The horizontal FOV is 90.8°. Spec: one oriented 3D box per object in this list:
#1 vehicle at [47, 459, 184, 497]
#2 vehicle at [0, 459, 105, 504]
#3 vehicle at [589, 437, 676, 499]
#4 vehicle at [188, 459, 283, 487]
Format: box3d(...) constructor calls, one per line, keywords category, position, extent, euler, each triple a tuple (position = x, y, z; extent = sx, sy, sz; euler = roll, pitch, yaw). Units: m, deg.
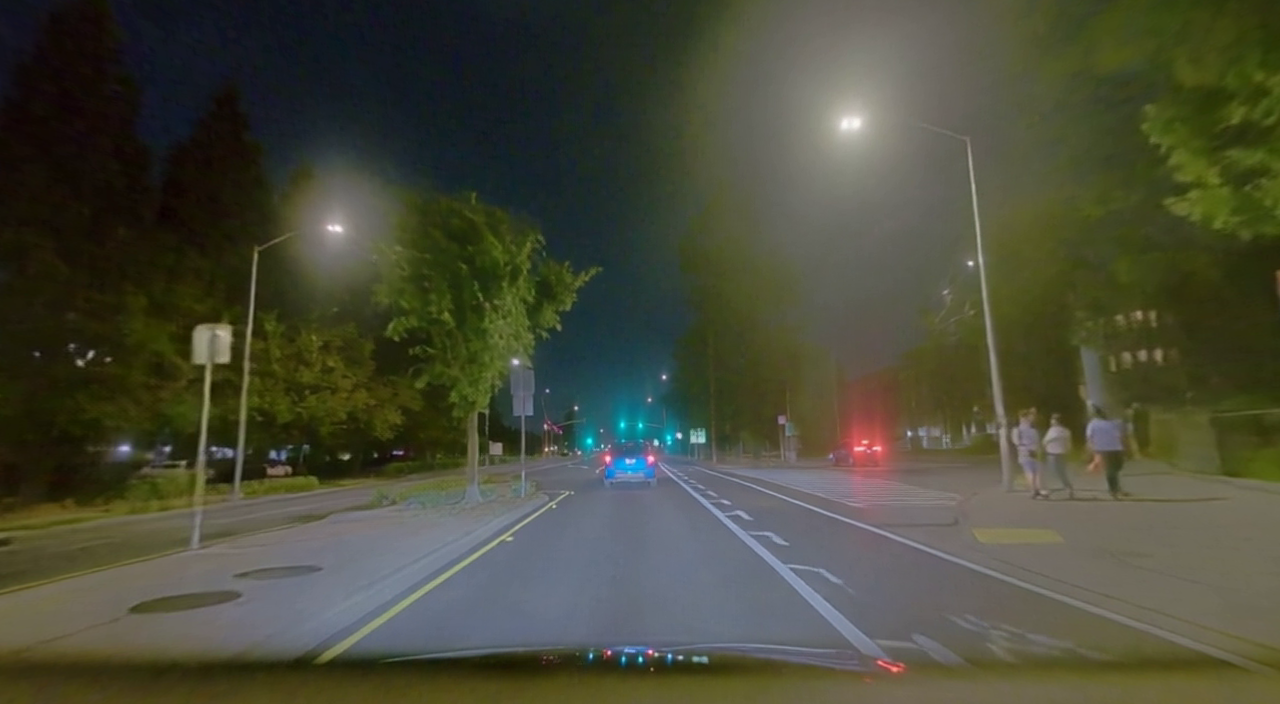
box3d(category="vehicle", position=(-23.242, 5.578, 28.155), extent=(4.204, 1.522, 1.998), euler=(0, -9, -3))
box3d(category="vehicle", position=(-22.803, 4.746, 23.373), extent=(4.038, 1.531, 2.015), euler=(1, -9, -2))
box3d(category="vehicle", position=(-0.215, 3.308, 18.457), extent=(2.221, 1.570, 4.398), euler=(0, -8, -1))
box3d(category="vehicle", position=(-22.973, 6.874, 36.024), extent=(4.086, 1.478, 1.844), euler=(0, -8, -4))
